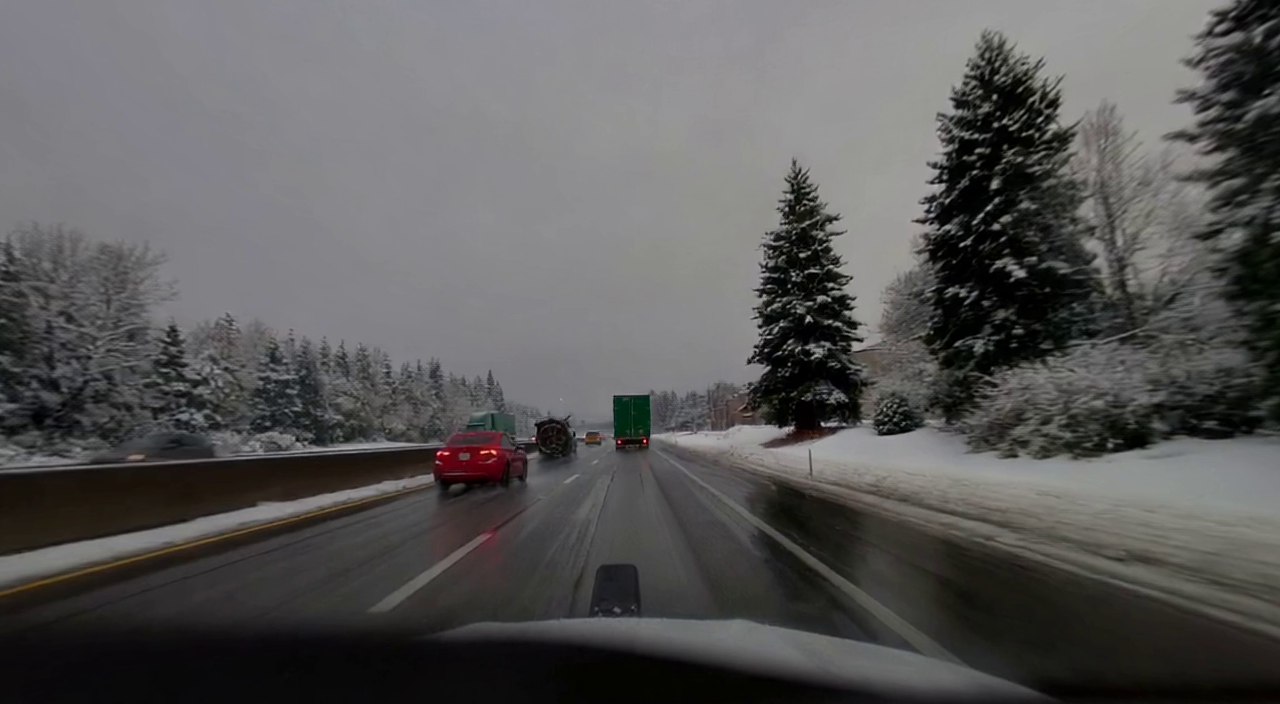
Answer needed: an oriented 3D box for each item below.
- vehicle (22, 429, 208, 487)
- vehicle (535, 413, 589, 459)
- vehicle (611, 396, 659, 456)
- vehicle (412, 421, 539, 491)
[{"bbox_3d":[-17.155,3.462,21.037,1.942,1.687,5.011,0,-8,-1],"label":"vehicle"},{"bbox_3d":[-4.826,5.379,40.303,2.717,2.714,6.997,0,-8,-2],"label":"vehicle"},{"bbox_3d":[-0.484,5.735,48.255,3.259,4.066,9.891,0,-8,-2],"label":"vehicle"},{"bbox_3d":[-4.182,2.731,17.030,2.005,1.602,5.131,0,-8,1],"label":"vehicle"}]
